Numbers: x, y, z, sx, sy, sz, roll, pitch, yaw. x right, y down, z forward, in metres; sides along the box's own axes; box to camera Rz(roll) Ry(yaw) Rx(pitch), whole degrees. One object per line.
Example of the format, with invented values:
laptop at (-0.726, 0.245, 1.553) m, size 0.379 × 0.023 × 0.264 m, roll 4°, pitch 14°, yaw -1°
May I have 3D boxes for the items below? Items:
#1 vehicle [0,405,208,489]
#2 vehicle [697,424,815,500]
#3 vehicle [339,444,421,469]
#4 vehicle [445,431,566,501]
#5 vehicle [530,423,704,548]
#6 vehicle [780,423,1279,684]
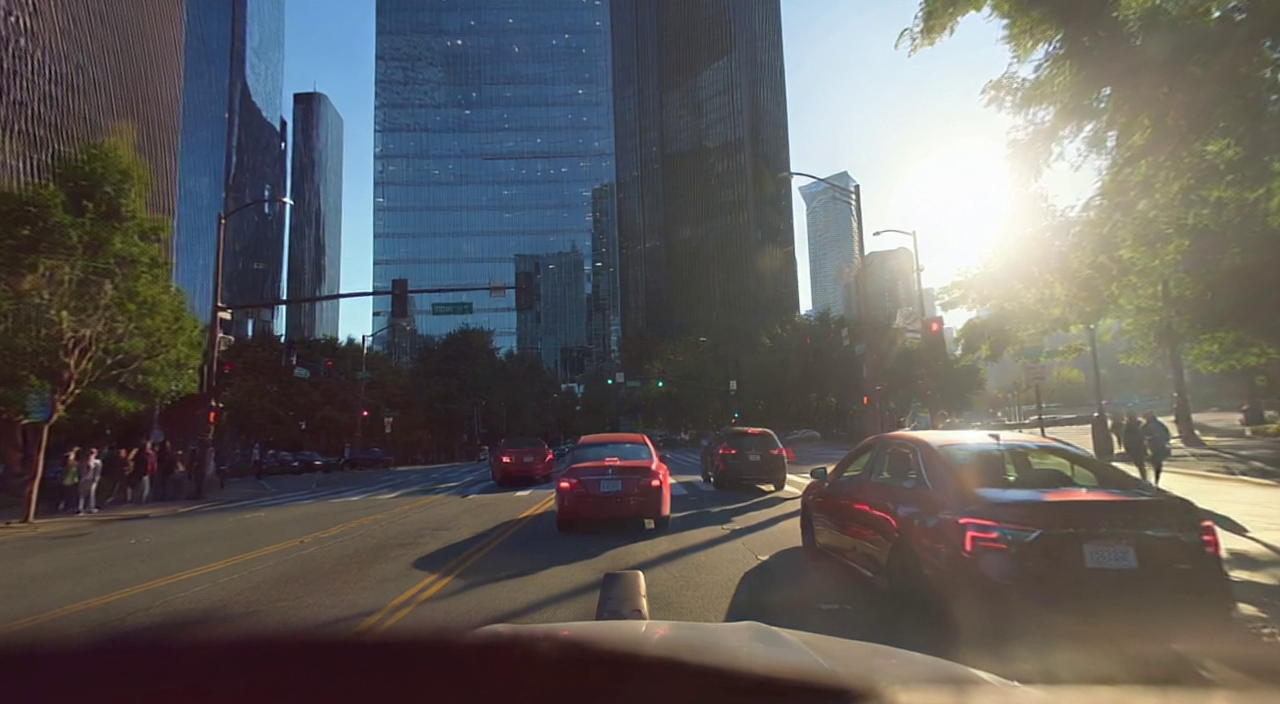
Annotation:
vehicle at (-25.629, 4.361, 28.913) m, size 8.989 × 3.623 × 2.884 m, roll 0°, pitch -8°, yaw -2°
vehicle at (2.875, 2.865, 16.725) m, size 2.234 × 1.723 × 4.486 m, roll 0°, pitch -8°, yaw -1°
vehicle at (-15.866, 6.338, 38.255) m, size 4.531 × 1.427 × 1.957 m, roll -4°, pitch -9°, yaw 24°
vehicle at (-3.240, 2.844, 16.085) m, size 2.068 × 1.513 × 4.221 m, roll 0°, pitch -8°, yaw 1°
vehicle at (-0.315, 1.904, 9.632) m, size 2.072 × 1.476 × 4.078 m, roll 0°, pitch -8°, yaw -1°
vehicle at (2.754, 1.453, 5.714) m, size 1.952 × 1.464 × 4.165 m, roll 0°, pitch -8°, yaw -1°
